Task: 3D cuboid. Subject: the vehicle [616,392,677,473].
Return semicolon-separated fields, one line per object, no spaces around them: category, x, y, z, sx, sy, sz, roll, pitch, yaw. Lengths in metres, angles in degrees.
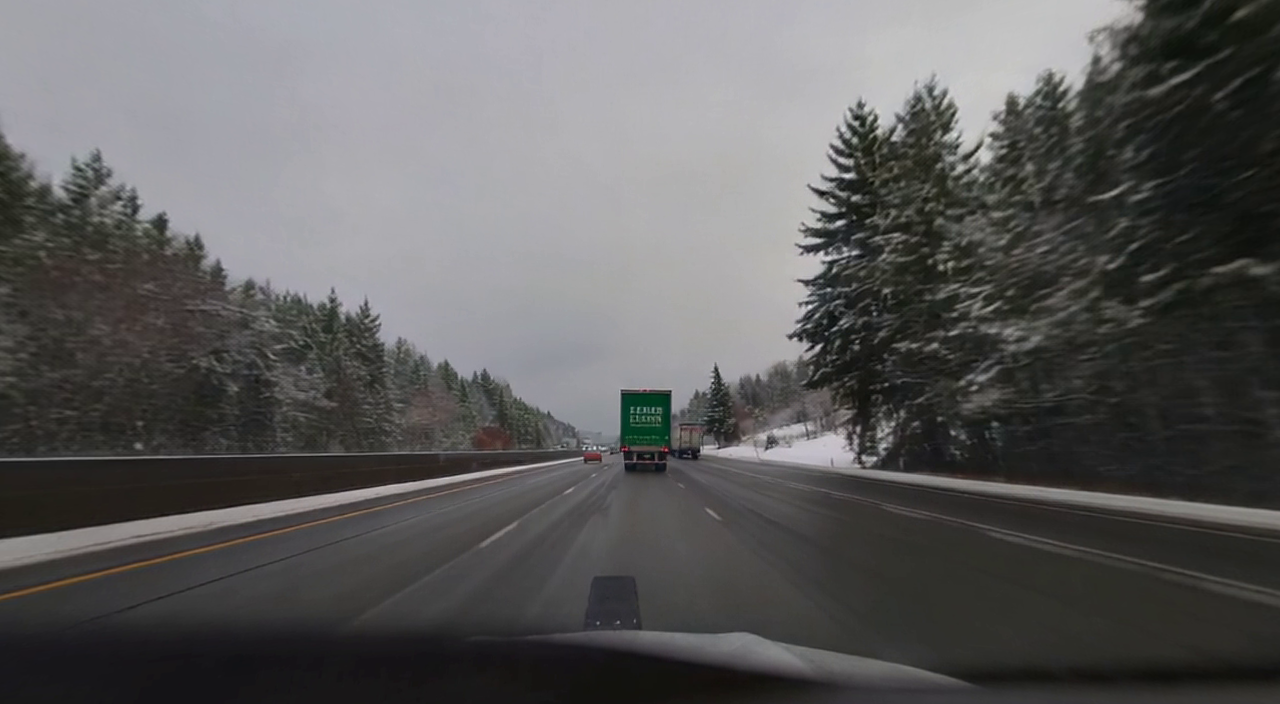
vehicle;0.298;4.881;37.120;3.057;4.073;10.792;0;-9;0
